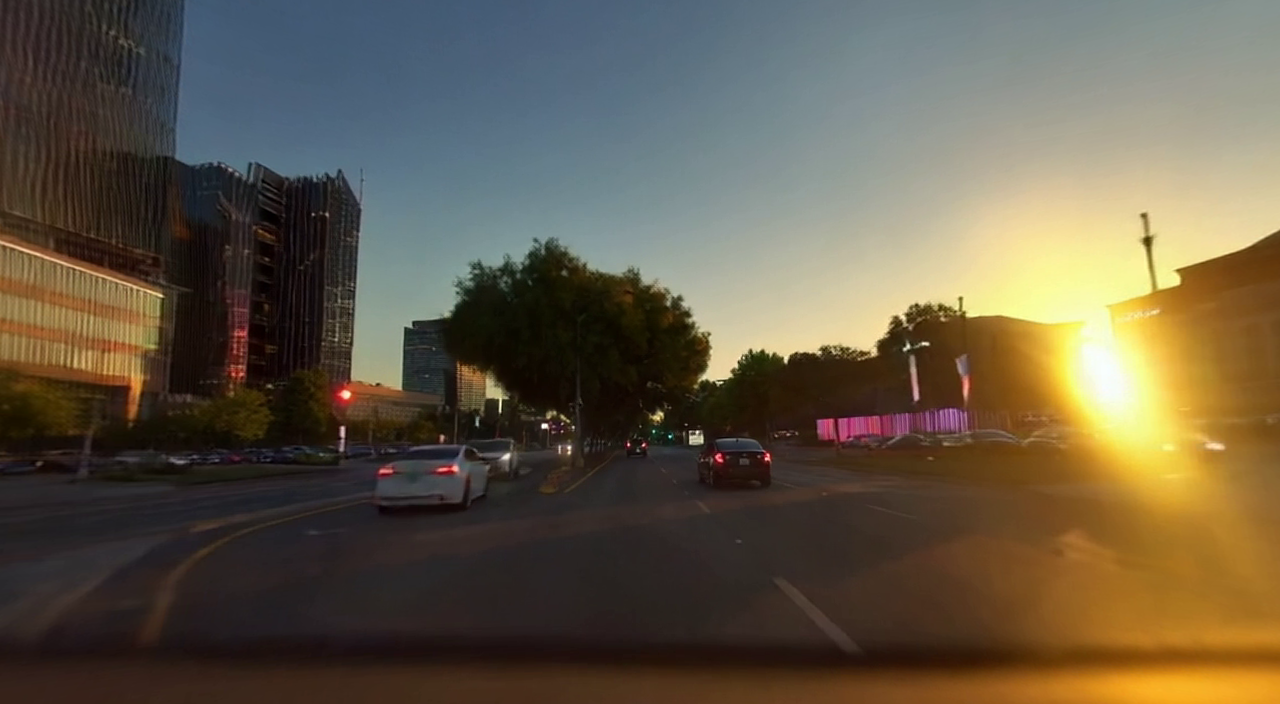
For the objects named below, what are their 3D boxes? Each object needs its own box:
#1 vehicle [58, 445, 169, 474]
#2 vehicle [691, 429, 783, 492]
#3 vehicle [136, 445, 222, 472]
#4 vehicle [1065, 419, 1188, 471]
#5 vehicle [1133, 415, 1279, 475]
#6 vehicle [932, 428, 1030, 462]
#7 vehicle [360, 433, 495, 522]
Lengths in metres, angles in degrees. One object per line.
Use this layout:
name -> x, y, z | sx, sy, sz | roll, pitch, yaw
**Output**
vehicle -> -29.733, 6.044, 35.769 | 4.500, 1.559, 2.001 | 0, -8, 1
vehicle -> 2.790, 3.242, 19.188 | 1.963, 1.677, 4.229 | 0, -8, -2
vehicle -> -30.080, 6.963, 41.341 | 3.990, 1.569, 2.071 | -1, -9, -2
vehicle -> 17.765, 3.390, 23.070 | 4.074, 1.706, 1.972 | 5, -10, -29
vehicle -> 18.190, 2.943, 20.090 | 4.446, 1.692, 2.184 | 4, -9, -28
vehicle -> 17.528, 4.768, 32.430 | 4.591, 1.645, 1.914 | 4, -9, -24
vehicle -> -4.214, 2.549, 13.255 | 1.905, 1.471, 4.302 | -1, -9, -8
